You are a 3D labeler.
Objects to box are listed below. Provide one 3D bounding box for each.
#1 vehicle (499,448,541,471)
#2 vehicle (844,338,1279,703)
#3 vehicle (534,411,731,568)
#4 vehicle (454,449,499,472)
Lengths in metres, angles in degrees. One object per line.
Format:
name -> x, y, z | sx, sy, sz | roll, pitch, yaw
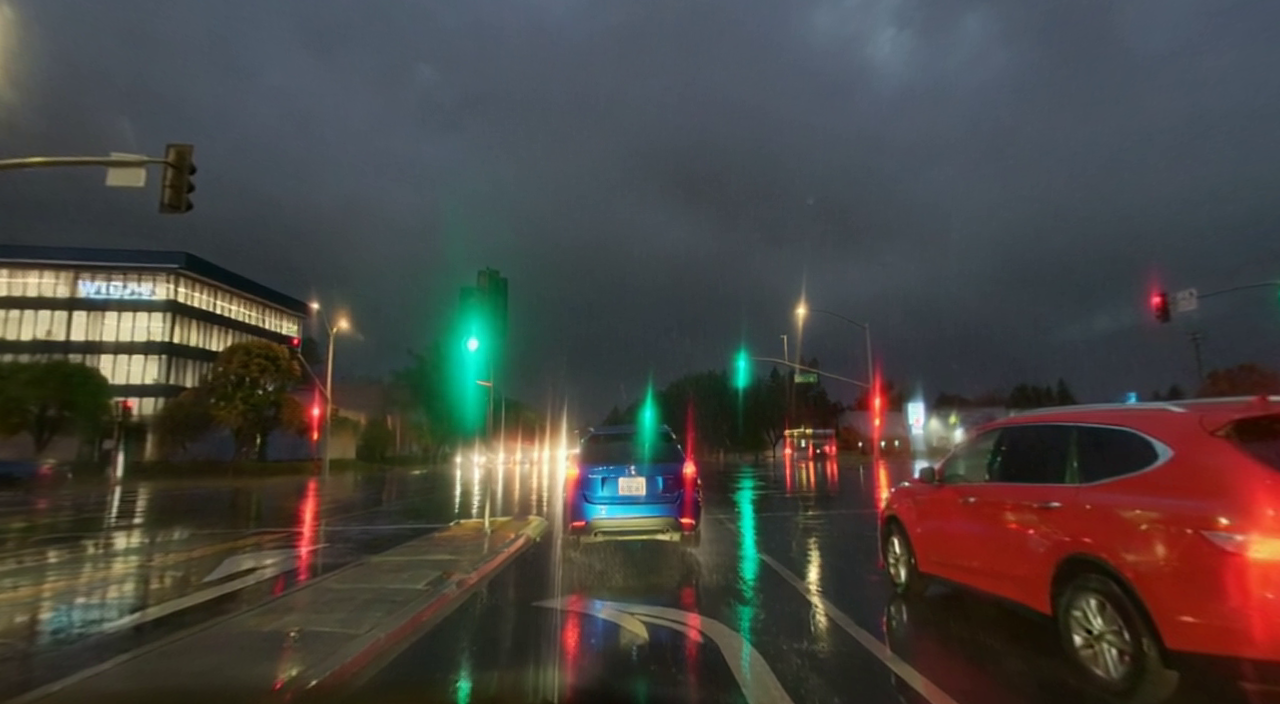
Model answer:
vehicle -> -8.571, 7.704, 45.395 | 2.163, 1.529, 4.210 | -1, -9, 1
vehicle -> 3.210, 1.102, 4.438 | 2.040, 1.674, 4.455 | 0, -9, 0
vehicle -> -0.135, 1.894, 9.467 | 2.238, 1.762, 4.445 | 0, -9, -1
vehicle -> -11.828, 7.864, 46.078 | 2.005, 1.596, 4.342 | -1, -9, 1
